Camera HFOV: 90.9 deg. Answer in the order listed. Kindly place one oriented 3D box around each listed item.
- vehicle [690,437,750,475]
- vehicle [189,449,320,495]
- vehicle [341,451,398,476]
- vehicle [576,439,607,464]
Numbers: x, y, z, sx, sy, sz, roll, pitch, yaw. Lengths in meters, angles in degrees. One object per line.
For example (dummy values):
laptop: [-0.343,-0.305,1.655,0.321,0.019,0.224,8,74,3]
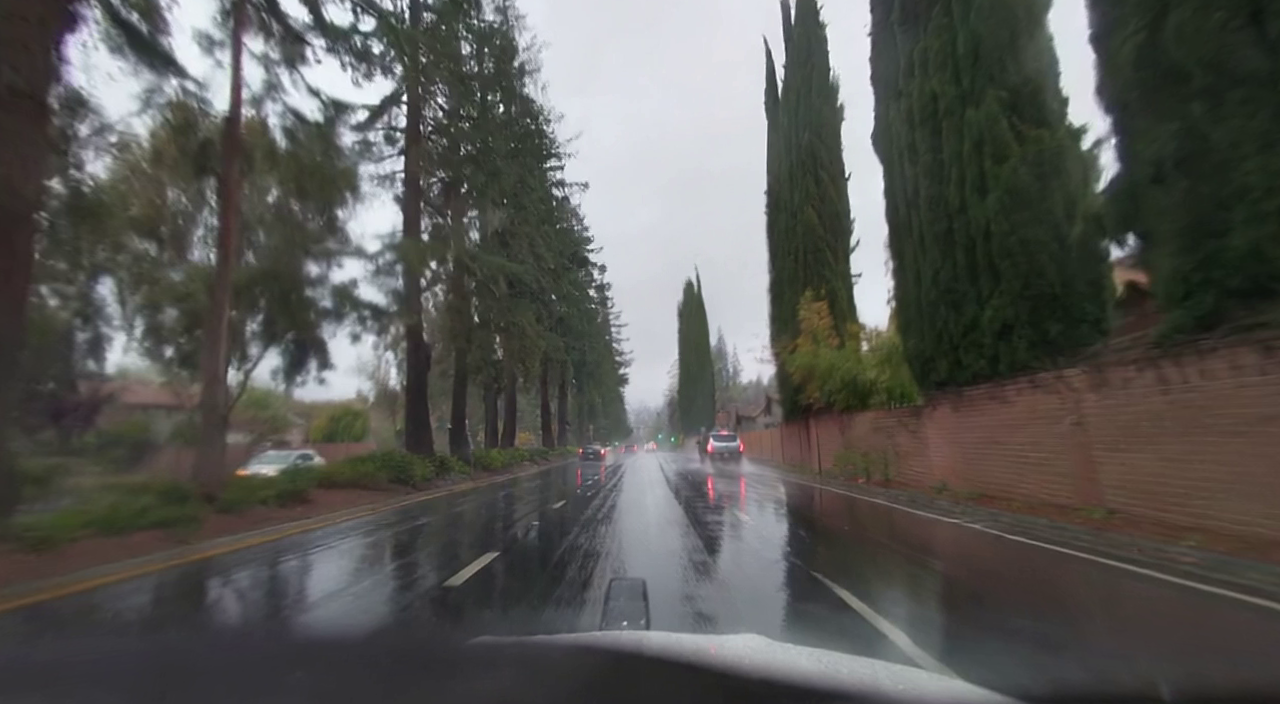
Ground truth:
vehicle: [3.823,5.106,31.175,2.321,1.695,5.037,0,-8,0]
vehicle: [-13.915,4.329,23.135,1.838,1.477,4.622,0,-8,0]
vehicle: [-17.028,7.004,39.805,1.855,1.494,3.825,0,-8,1]
vehicle: [-3.614,7.466,47.385,2.002,1.747,4.728,0,-8,-1]
